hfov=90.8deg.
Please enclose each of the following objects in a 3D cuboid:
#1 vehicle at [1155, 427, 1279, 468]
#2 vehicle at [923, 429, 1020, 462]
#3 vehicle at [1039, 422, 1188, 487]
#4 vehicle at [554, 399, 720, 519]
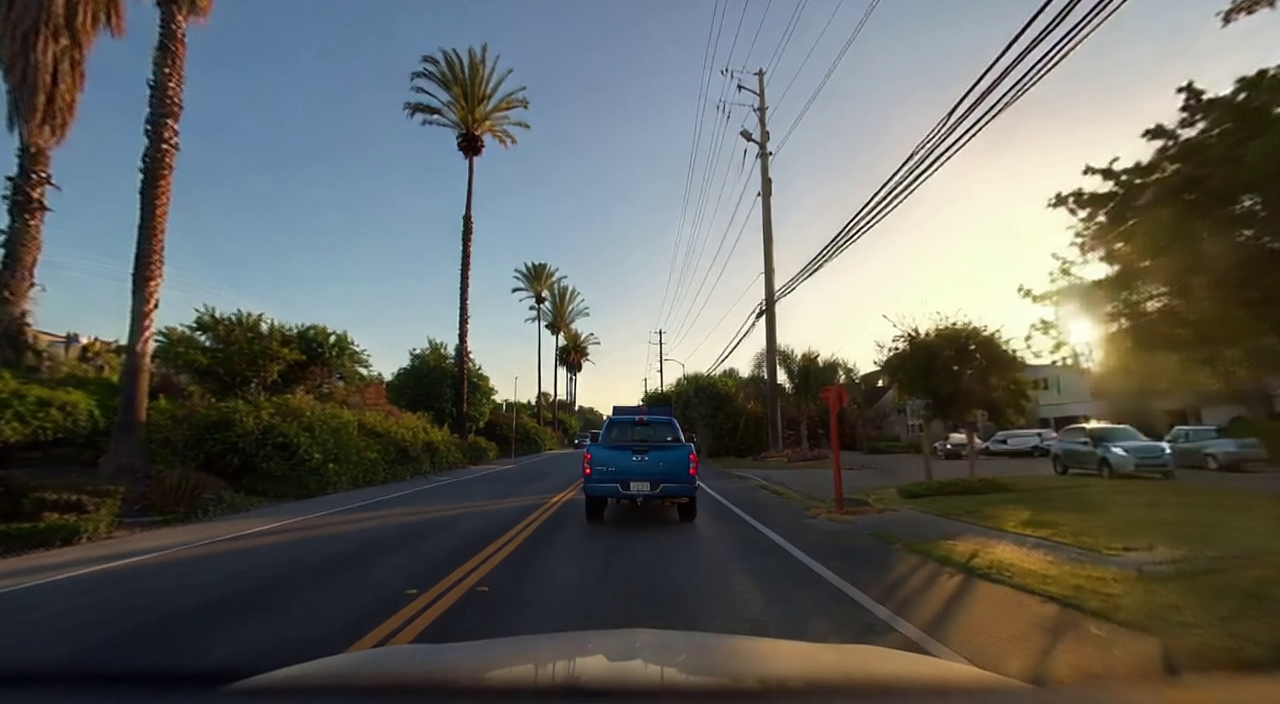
[{"bbox_3d":[24.474,4.019,26.396,4.314,1.553,1.948,0,-11,-7],"label":"vehicle"},{"bbox_3d":[20.391,5.832,39.263,2.277,1.836,6.267,-1,-9,-4],"label":"vehicle"},{"bbox_3d":[16.009,3.504,21.897,2.338,1.917,6.076,-4,-9,20],"label":"vehicle"},{"bbox_3d":[-0.062,2.285,13.888,2.848,2.047,5.885,0,-8,0],"label":"vehicle"}]
